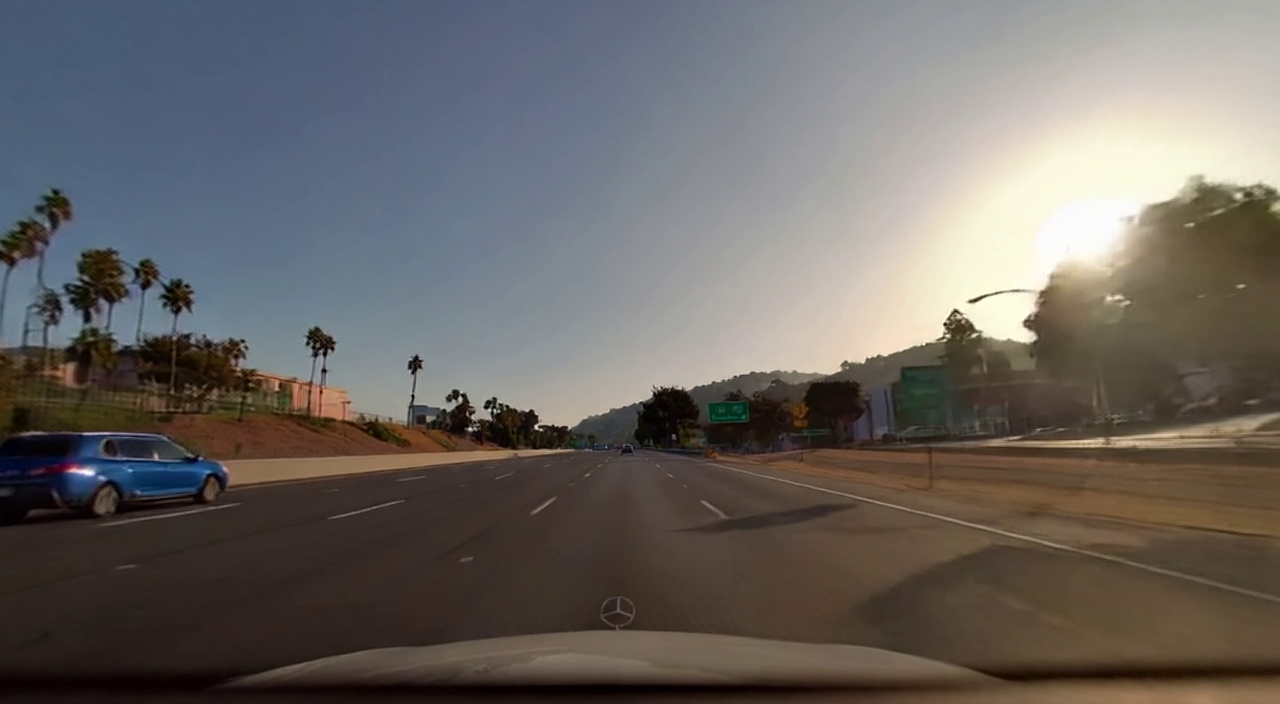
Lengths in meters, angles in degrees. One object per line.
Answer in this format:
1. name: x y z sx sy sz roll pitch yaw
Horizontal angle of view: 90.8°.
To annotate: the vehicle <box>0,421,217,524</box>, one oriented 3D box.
1. vehicle: -11.440 2.427 13.201 2.016 1.754 4.543 0 -8 0
